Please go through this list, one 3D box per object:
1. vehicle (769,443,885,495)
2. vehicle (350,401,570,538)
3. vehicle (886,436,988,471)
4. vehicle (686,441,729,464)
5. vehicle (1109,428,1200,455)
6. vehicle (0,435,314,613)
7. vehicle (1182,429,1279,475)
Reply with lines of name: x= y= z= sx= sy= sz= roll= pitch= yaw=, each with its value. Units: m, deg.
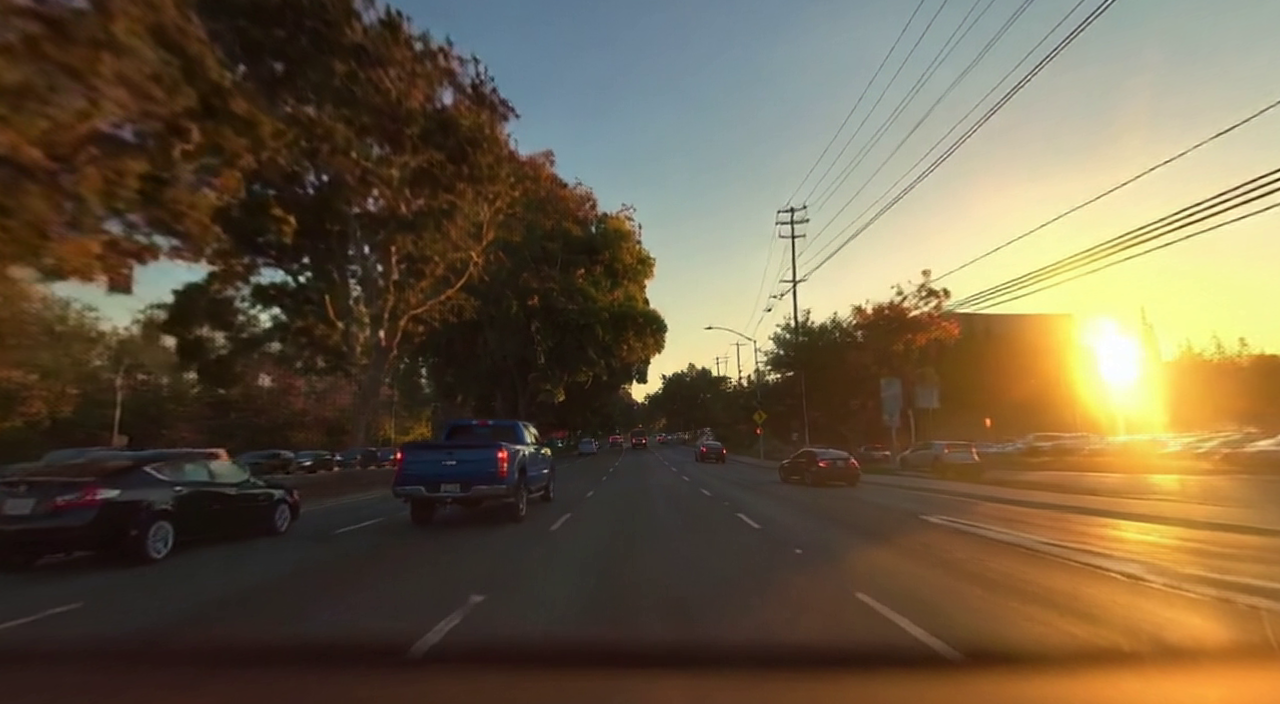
vehicle: x=5.753 y=3.635 z=20.122 sx=1.840 sy=1.428 sz=4.602 roll=1 pitch=-9 yaw=-6
vehicle: x=-2.974 y=2.173 z=12.347 sx=2.467 sy=1.991 sz=6.089 roll=0 pitch=-8 yaw=0
vehicle: x=17.412 y=5.988 z=37.502 sx=2.267 sy=1.925 sz=5.964 roll=1 pitch=-9 yaw=-11
vehicle: x=4.320 y=6.474 z=40.811 sx=2.071 sy=1.435 sz=4.226 roll=0 pitch=-8 yaw=-3
vehicle: x=34.846 y=6.072 z=42.807 sx=4.595 sy=1.701 sz=2.257 roll=2 pitch=-9 yaw=-12
vehicle: x=-6.342 y=1.824 z=7.804 sx=2.035 sy=1.497 sz=4.723 roll=0 pitch=-8 yaw=1
vehicle: x=23.245 y=3.698 z=23.399 sx=1.860 sy=1.597 sz=4.261 roll=4 pitch=-9 yaw=-25
